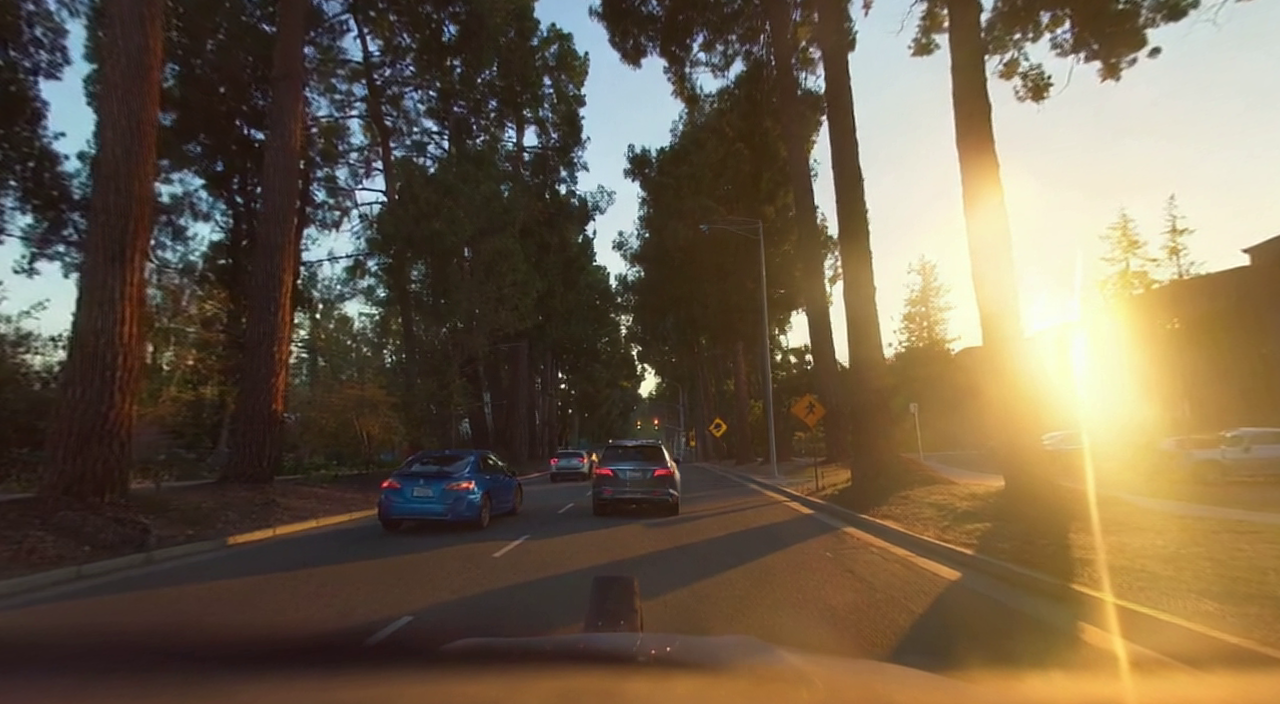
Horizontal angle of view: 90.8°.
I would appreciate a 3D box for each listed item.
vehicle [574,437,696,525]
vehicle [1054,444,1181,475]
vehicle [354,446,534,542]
[{"bbox_3d":[-0.076,2.656,13.549,2.229,1.591,3.897,0,-8,0],"label":"vehicle"},{"bbox_3d":[27.902,6.289,37.040,5.955,1.702,2.166,1,-8,-6],"label":"vehicle"},{"bbox_3d":[-3.442,2.545,12.129,1.922,1.464,4.424,0,-8,1],"label":"vehicle"}]
